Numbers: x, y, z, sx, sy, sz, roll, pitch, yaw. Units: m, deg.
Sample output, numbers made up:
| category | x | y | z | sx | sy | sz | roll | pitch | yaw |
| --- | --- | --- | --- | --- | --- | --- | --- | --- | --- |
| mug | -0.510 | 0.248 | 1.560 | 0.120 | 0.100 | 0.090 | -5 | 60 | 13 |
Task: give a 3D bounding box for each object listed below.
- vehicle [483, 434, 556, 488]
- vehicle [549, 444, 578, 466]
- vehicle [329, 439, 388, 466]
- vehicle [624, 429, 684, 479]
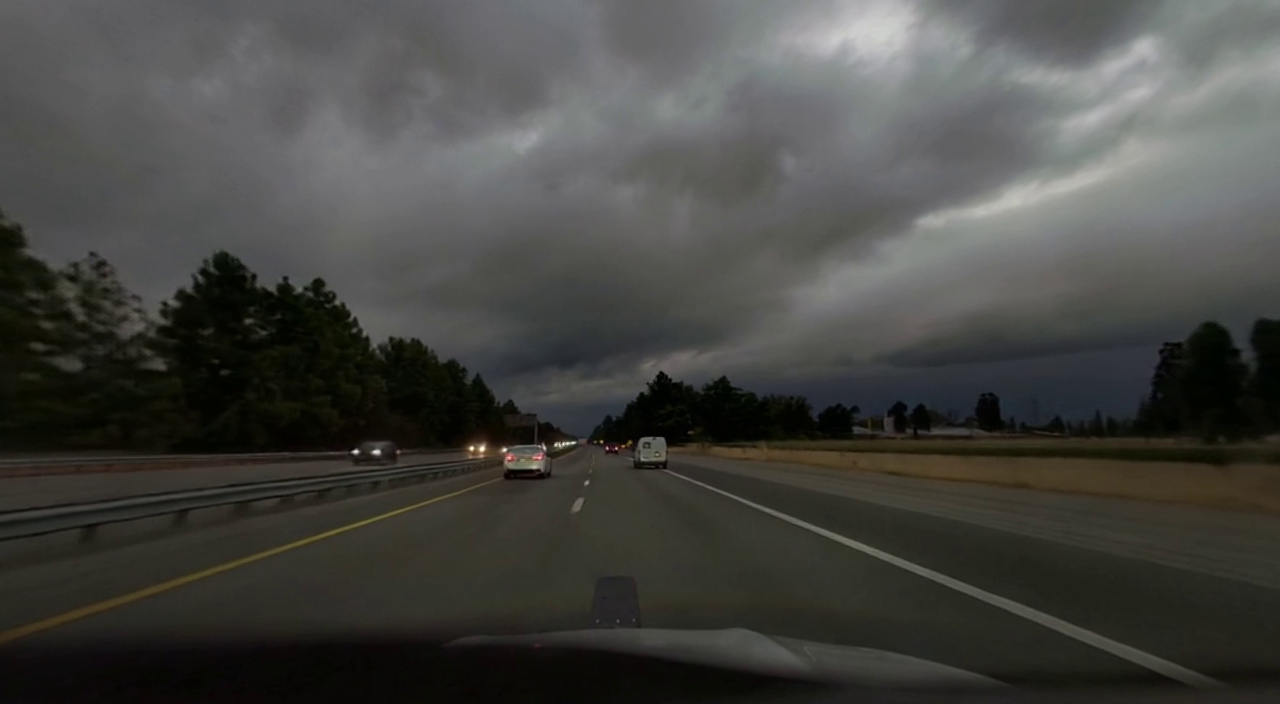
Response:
| category | x | y | z | sx | sy | sz | roll | pitch | yaw |
| --- | --- | --- | --- | --- | --- | --- | --- | --- | --- |
| vehicle | -4.189 | 3.878 | 22.530 | 1.963 | 1.711 | 4.284 | 0 | -9 | -3 |
| vehicle | -5.513 | 7.519 | 45.798 | 1.809 | 1.510 | 4.235 | 0 | -9 | -3 |
| vehicle | -18.034 | 6.483 | 40.413 | 1.983 | 1.629 | 4.235 | 0 | -9 | -3 |
| vehicle | 0.503 | 4.397 | 27.061 | 2.179 | 1.930 | 4.538 | 0 | -9 | -4 |
